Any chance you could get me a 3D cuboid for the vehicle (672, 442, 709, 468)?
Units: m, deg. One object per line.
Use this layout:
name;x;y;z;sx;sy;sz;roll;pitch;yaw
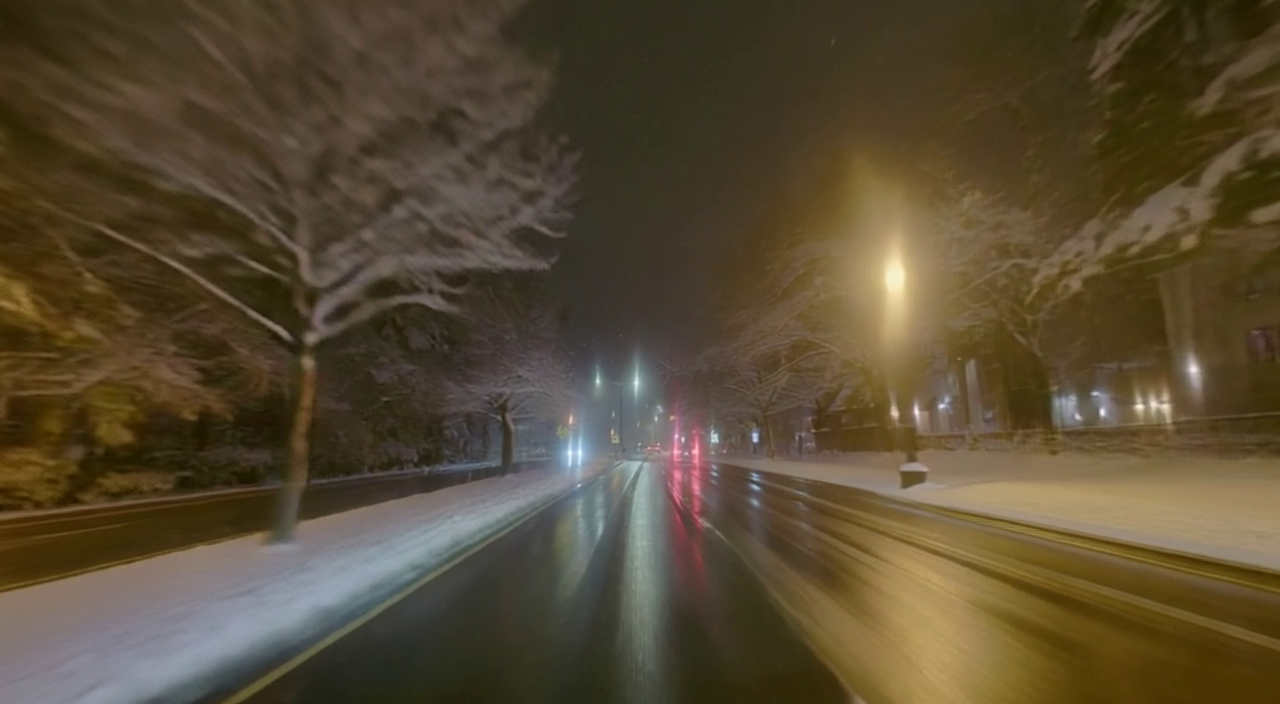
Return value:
vehicle;3.197;6.630;40.589;2.044;1.537;4.528;0;-8;0
